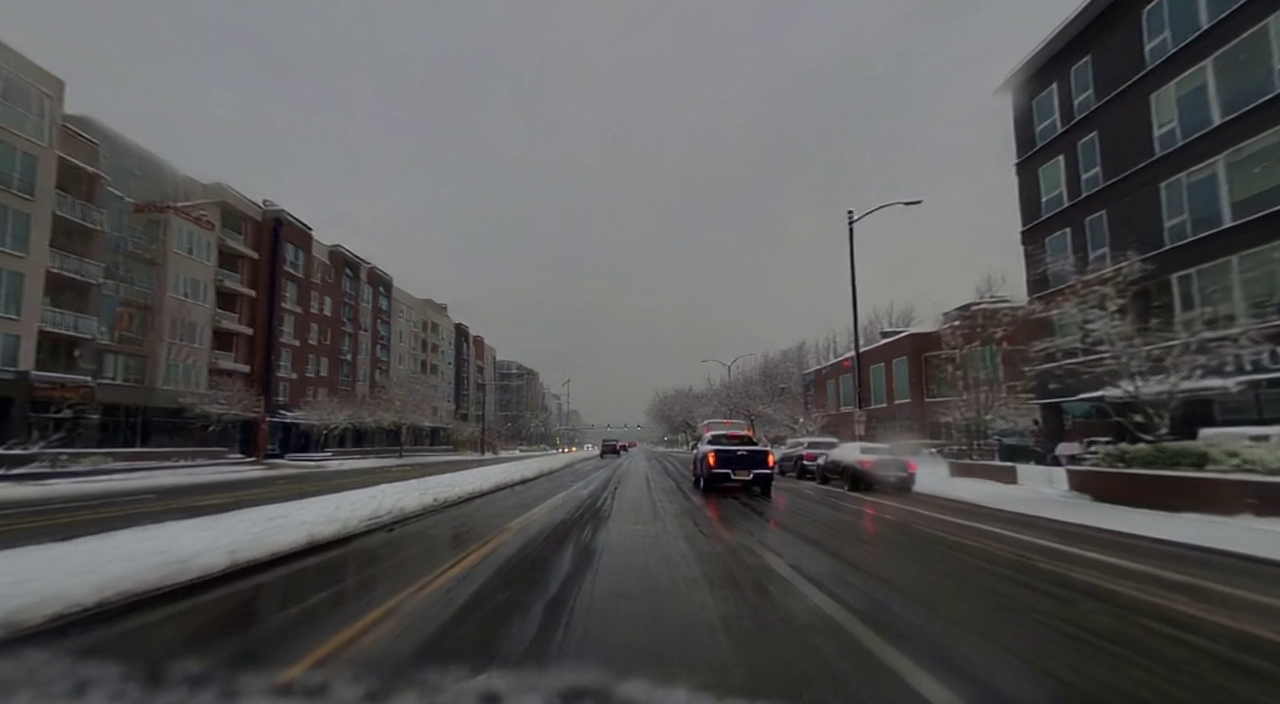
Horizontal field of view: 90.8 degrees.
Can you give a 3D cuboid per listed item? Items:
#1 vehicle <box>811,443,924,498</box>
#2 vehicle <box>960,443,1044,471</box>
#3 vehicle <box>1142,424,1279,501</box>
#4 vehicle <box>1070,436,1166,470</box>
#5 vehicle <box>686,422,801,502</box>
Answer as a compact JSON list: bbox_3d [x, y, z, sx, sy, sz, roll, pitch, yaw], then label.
[{"bbox_3d":[6.738,3.536,19.241,1.795,1.459,4.333,0,-9,-1],"label":"vehicle"},{"bbox_3d":[20.287,5.861,35.619,1.780,1.474,4.533,0,-8,-5],"label":"vehicle"},{"bbox_3d":[14.776,2.569,14.895,1.975,1.648,4.451,1,-8,-4],"label":"vehicle"},{"bbox_3d":[25.766,5.446,34.256,1.887,1.696,4.337,-1,-9,3],"label":"vehicle"},{"bbox_3d":[2.514,2.864,16.798,2.130,1.787,5.126,0,-9,-1],"label":"vehicle"}]
